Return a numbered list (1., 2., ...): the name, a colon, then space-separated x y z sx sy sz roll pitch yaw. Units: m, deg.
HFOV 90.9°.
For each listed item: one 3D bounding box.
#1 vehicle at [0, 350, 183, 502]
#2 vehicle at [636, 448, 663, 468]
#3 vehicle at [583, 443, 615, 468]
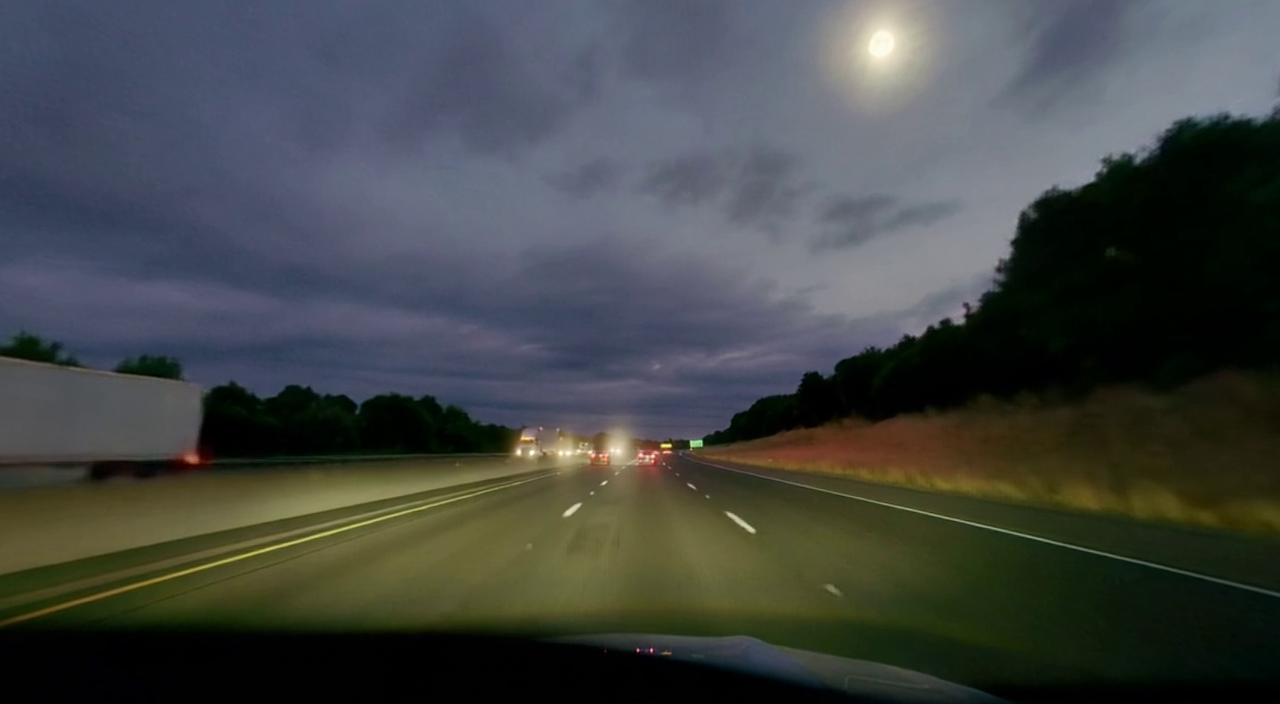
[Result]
1. vehicle: -18.888 1.923 16.560 2.878 4.108 14.364 0 -9 1
2. vehicle: 0.705 8.247 49.183 2.036 1.519 4.225 0 -9 1
3. vehicle: -3.095 7.939 48.424 2.143 1.770 4.283 0 -9 1
